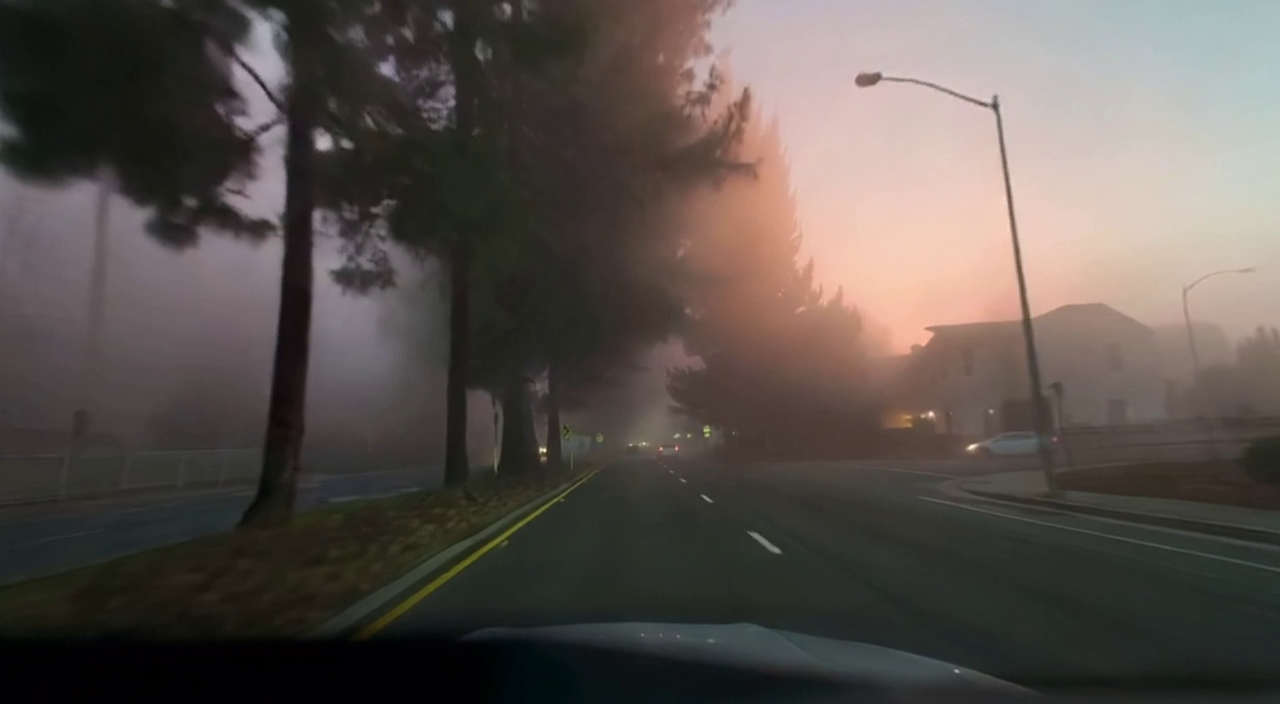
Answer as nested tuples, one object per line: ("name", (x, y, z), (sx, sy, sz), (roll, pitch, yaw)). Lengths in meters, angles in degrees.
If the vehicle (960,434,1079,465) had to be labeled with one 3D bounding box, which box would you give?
("vehicle", (18.827, 4.854, 31.477), (4.536, 1.453, 2.128), (0, -8, -1))
